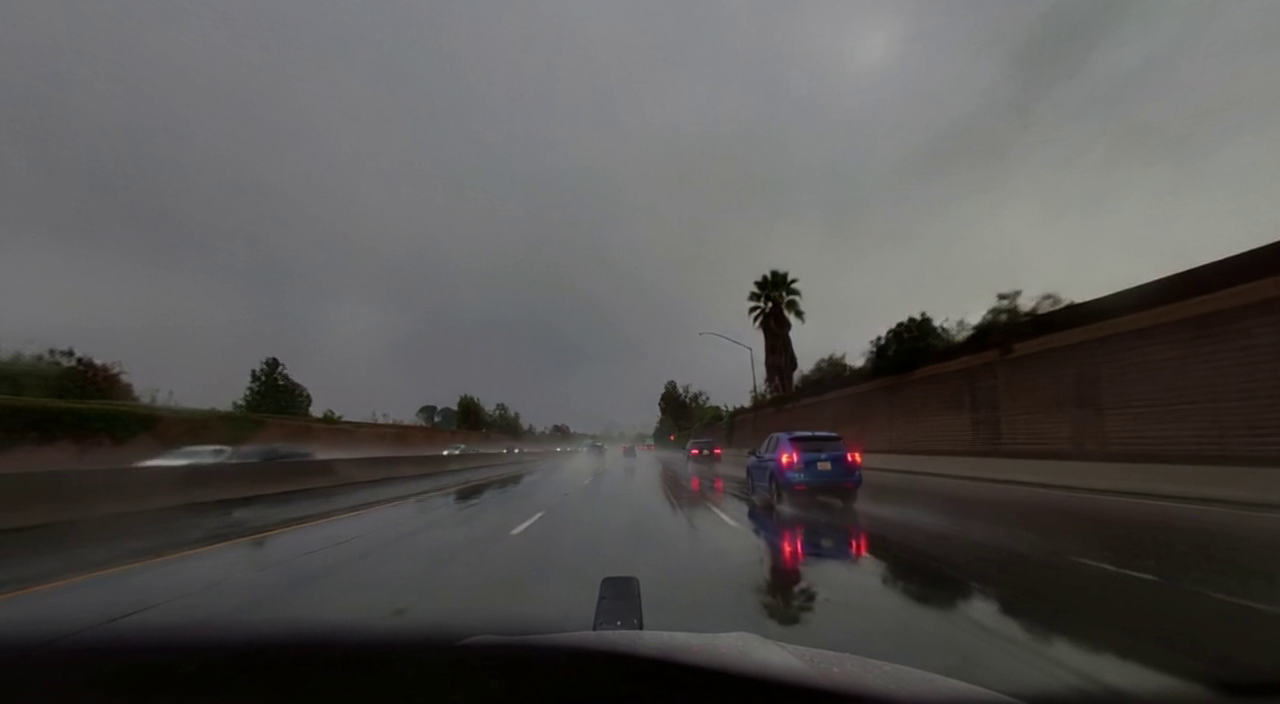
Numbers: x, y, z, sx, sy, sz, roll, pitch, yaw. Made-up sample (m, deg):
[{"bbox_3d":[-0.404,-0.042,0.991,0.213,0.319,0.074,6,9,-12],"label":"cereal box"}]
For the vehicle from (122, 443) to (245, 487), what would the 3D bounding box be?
[{"bbox_3d":[-20.062,4.938,28.120,2.003,1.762,4.668,0,-9,-1],"label":"vehicle"}]

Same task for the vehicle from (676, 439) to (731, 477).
[{"bbox_3d":[2.954,5.064,30.468,2.045,1.688,4.313,0,-9,-2],"label":"vehicle"}]

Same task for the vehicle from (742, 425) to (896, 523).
[{"bbox_3d":[3.477,2.444,13.229,1.910,1.696,4.187,0,-9,-1],"label":"vehicle"}]

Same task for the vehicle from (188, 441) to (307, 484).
[{"bbox_3d":[-16.223,4.571,26.526,2.013,1.624,4.630,0,-9,0],"label":"vehicle"}]
